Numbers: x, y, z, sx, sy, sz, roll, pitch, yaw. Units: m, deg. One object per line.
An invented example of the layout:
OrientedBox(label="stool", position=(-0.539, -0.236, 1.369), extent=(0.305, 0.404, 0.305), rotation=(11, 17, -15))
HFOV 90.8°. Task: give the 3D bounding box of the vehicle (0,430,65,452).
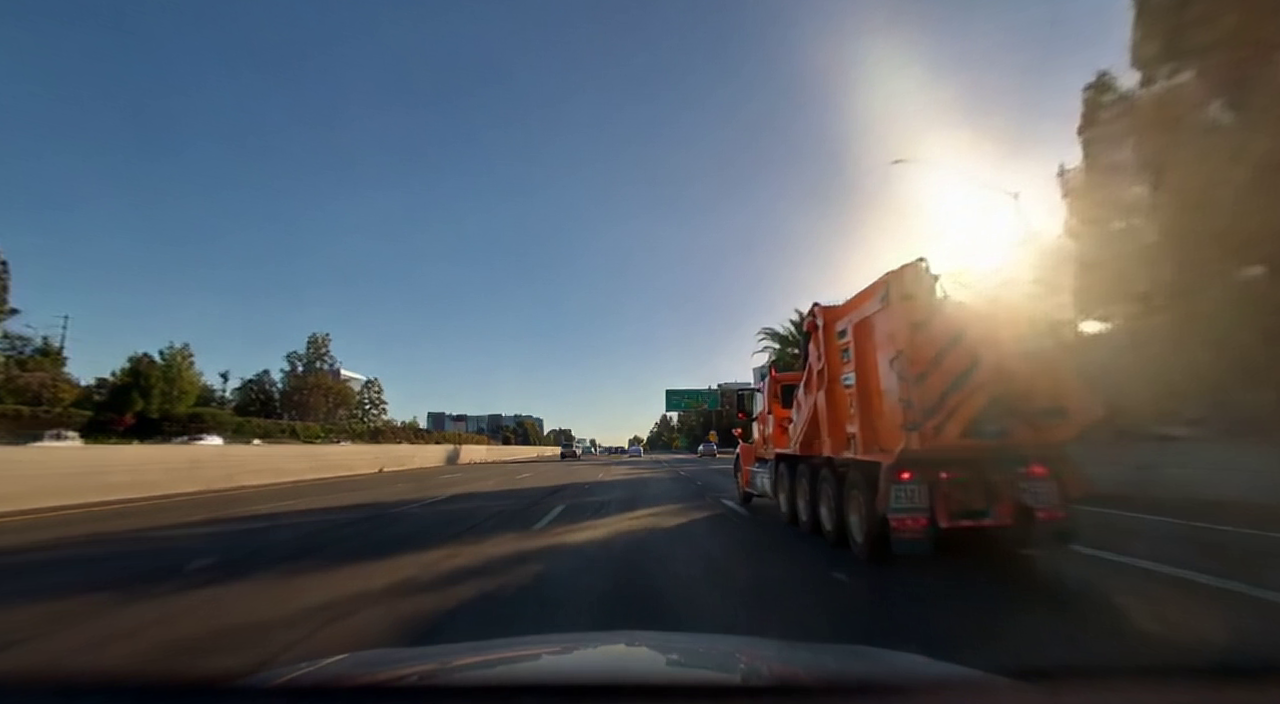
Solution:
OrientedBox(label="vehicle", position=(-44.120, 6.388, 45.179), extent=(1.782, 1.493, 4.408), rotation=(0, -9, -1))

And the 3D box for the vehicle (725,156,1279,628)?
OrientedBox(label="vehicle", position=(3.636, 0.992, 10.027), extent=(2.966, 3.586, 10.563), rotation=(0, -9, -1))
